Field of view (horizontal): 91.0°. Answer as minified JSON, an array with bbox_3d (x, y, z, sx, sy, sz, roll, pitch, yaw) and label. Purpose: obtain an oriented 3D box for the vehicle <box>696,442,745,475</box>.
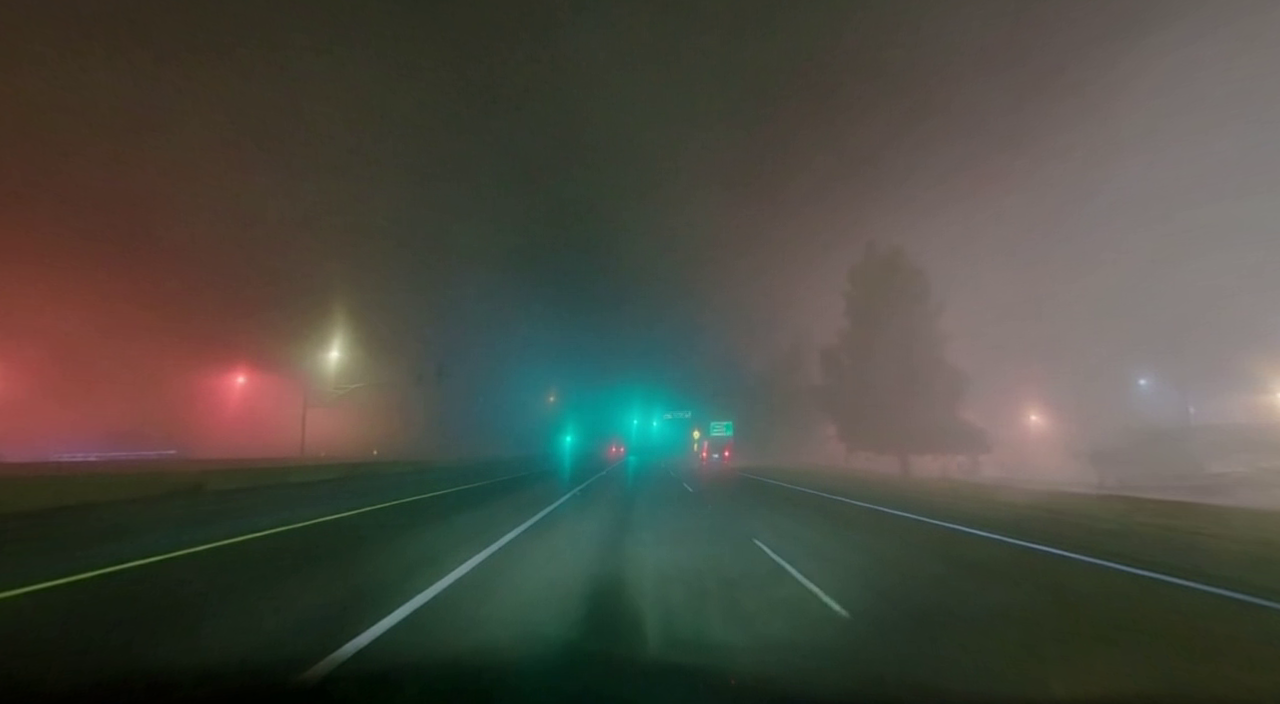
[{"bbox_3d":[4.238,5.654,33.776,2.085,1.594,4.848,0,-9,1],"label":"vehicle"}]
